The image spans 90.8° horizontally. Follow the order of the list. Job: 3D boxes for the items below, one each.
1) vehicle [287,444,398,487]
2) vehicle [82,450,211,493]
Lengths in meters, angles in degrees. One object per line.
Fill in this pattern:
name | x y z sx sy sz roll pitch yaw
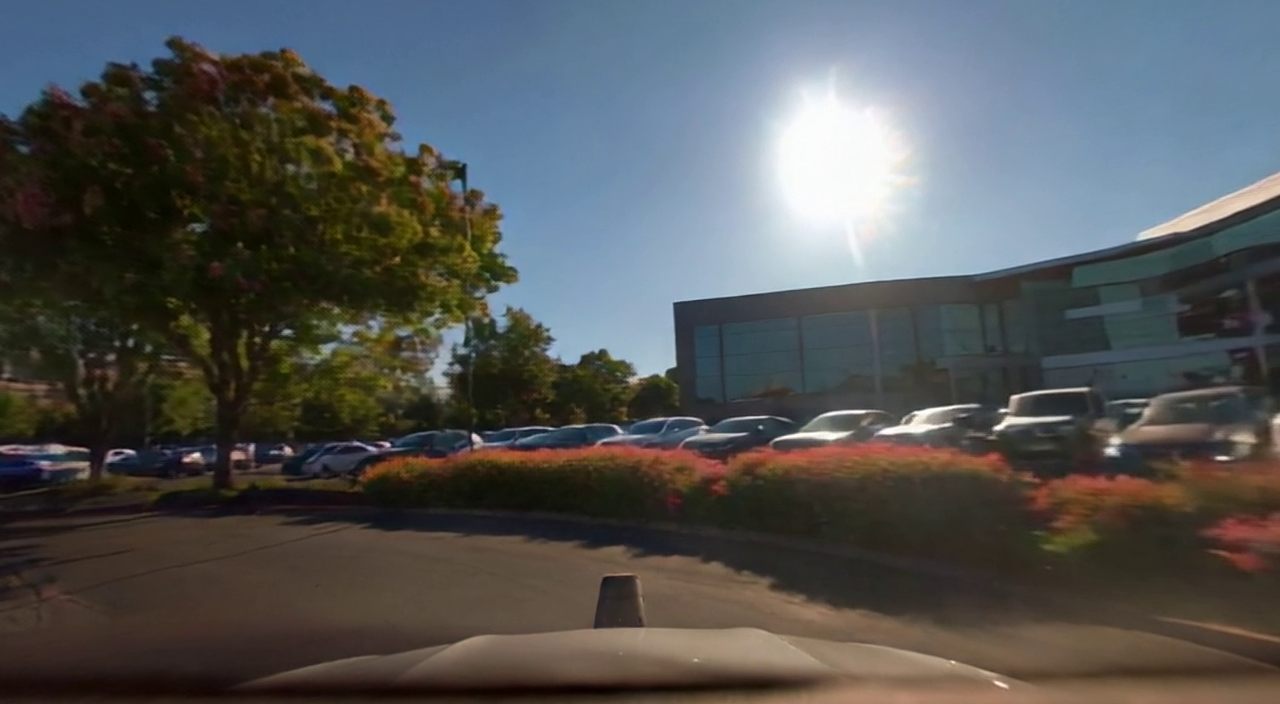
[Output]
vehicle | -15.056 5.734 32.133 4.755 1.707 1.889 -4 -8 0
vehicle | -27.566 6.681 35.456 5.285 1.837 2.318 -4 -8 -2
